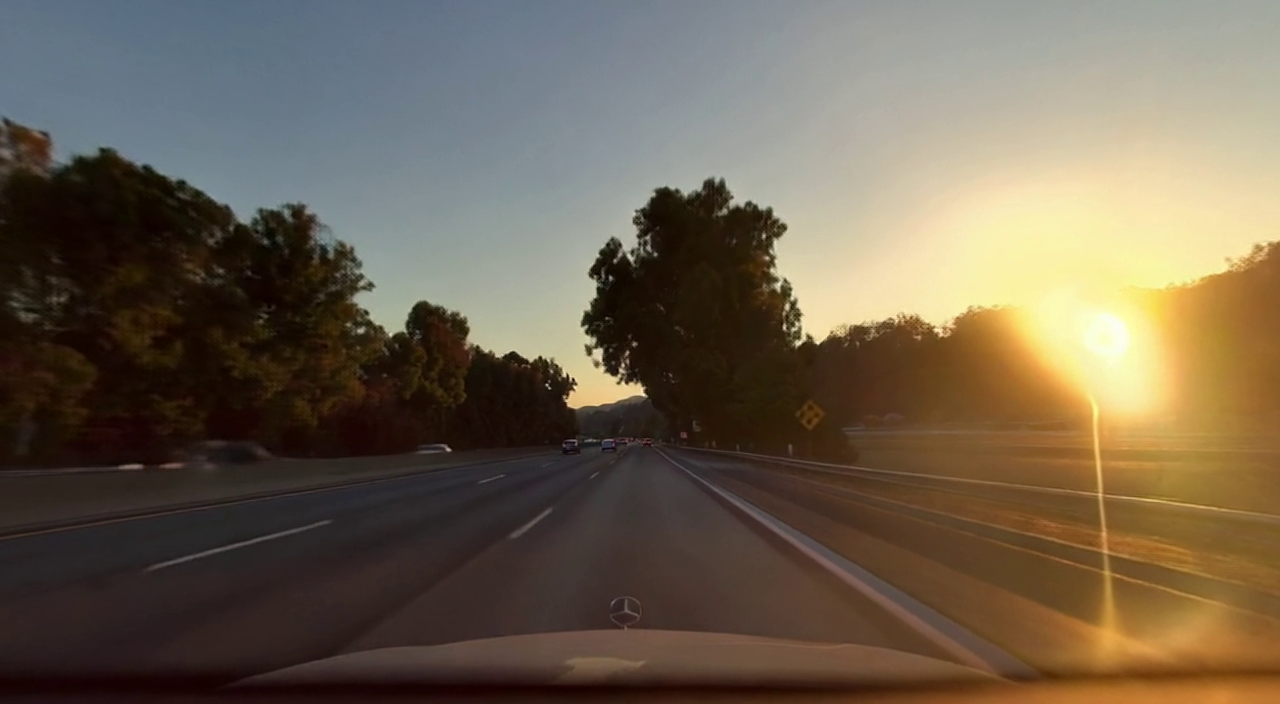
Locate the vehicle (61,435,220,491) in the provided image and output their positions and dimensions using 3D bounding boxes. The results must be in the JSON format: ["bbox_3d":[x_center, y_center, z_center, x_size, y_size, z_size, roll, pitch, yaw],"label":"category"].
[{"bbox_3d":[-15.522,3.415,19.905,1.771,1.483,4.008,3,-7,-2],"label":"vehicle"}]
